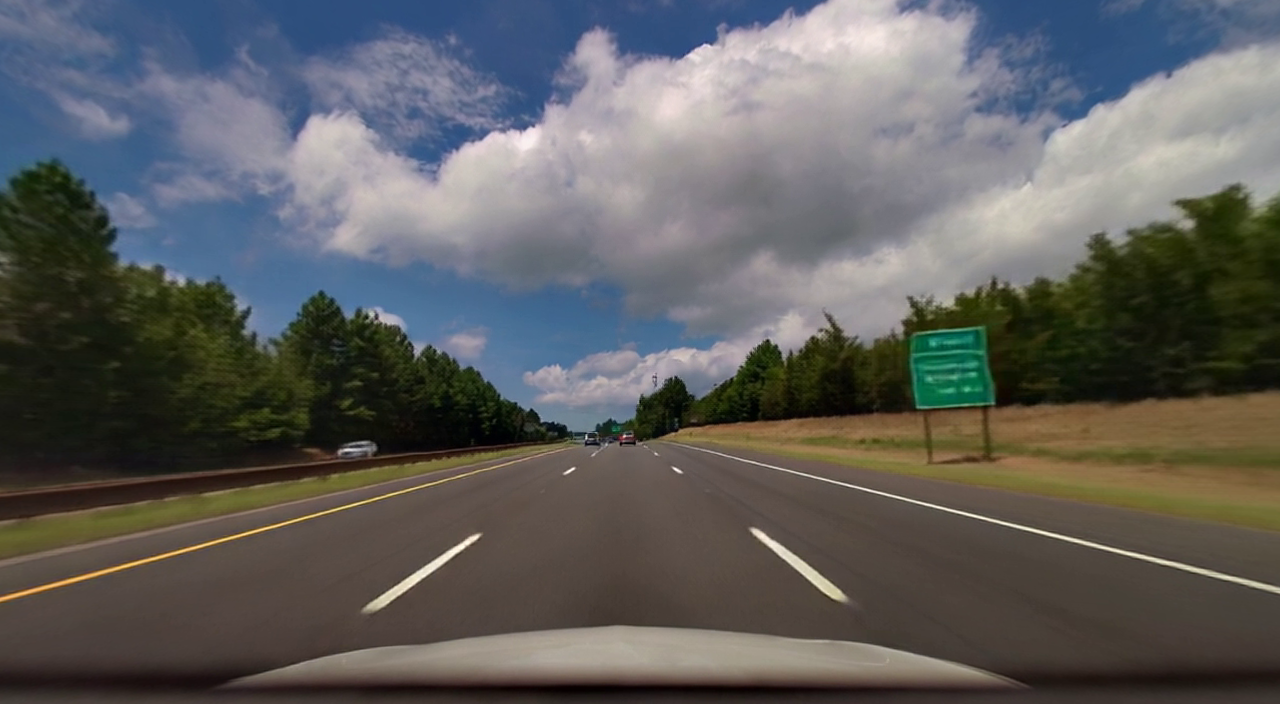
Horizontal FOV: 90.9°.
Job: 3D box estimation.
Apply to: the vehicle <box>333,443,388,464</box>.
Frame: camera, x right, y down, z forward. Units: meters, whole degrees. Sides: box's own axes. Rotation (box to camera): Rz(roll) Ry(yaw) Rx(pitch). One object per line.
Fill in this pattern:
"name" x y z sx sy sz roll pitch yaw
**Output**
"vehicle" -21.056 7.654 47.654 1.857 1.373 5.627 0 -7 -3
